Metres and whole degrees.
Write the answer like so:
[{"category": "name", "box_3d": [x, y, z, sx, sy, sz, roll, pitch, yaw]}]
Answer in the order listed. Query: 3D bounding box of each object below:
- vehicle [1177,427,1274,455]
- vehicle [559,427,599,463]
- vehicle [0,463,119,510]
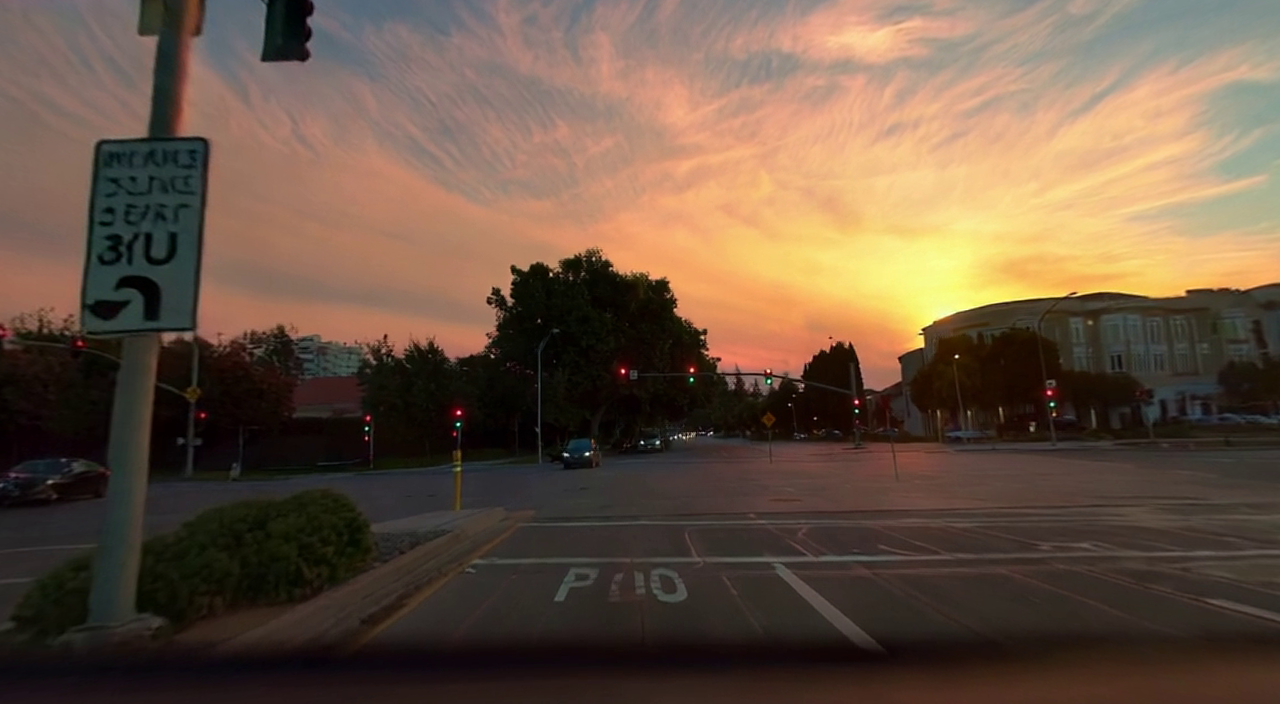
[{"category": "vehicle", "box_3d": [40.082, 6.144, 43.456, 2.173, 1.751, 4.931, -1, -9, 5]}, {"category": "vehicle", "box_3d": [-4.630, 7.220, 48.888, 2.522, 2.605, 6.598, 0, -9, -1]}, {"category": "vehicle", "box_3d": [-24.482, 5.416, 25.712, 4.706, 1.734, 2.253, -1, -9, 6]}]
